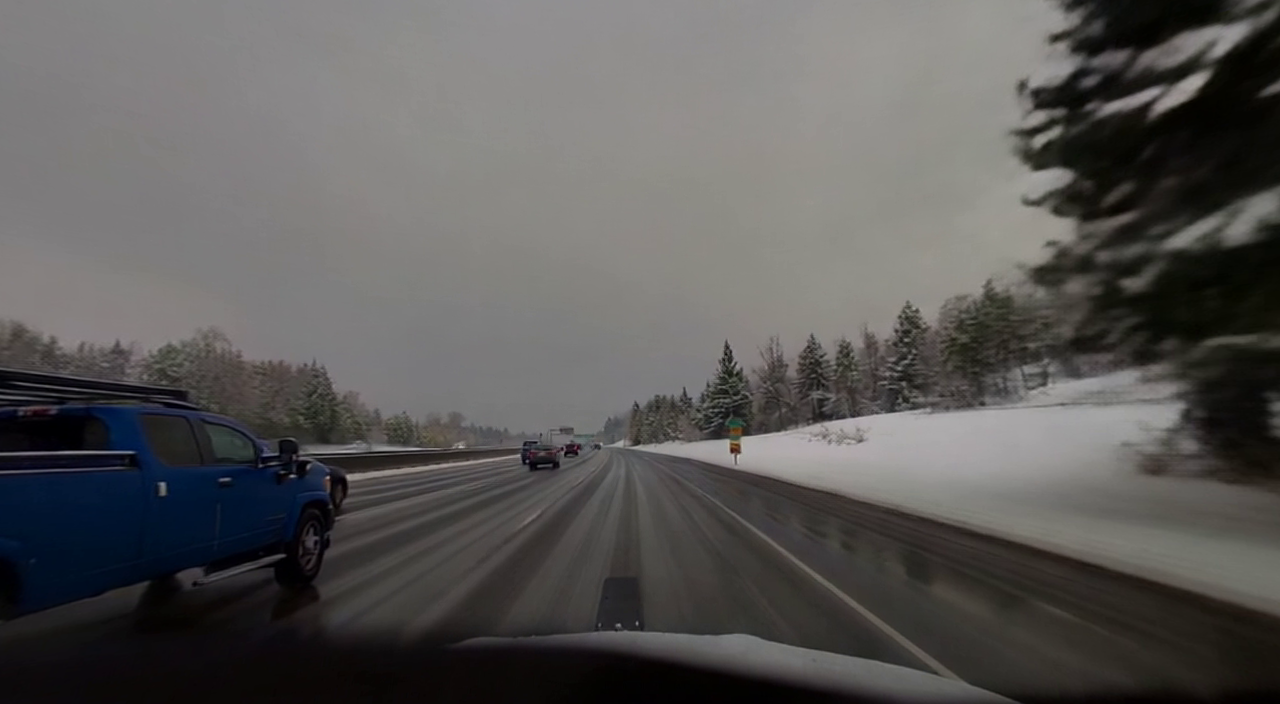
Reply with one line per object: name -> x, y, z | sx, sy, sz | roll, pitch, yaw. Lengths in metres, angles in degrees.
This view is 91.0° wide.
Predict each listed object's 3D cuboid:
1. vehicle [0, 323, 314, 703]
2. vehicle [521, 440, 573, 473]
vehicle -> -3.846, 0.782, 2.632 | 2.200, 1.807, 5.041 | 0, -8, 1
vehicle -> -4.586, 5.209, 31.691 | 2.012, 1.509, 4.359 | 0, -8, -1
